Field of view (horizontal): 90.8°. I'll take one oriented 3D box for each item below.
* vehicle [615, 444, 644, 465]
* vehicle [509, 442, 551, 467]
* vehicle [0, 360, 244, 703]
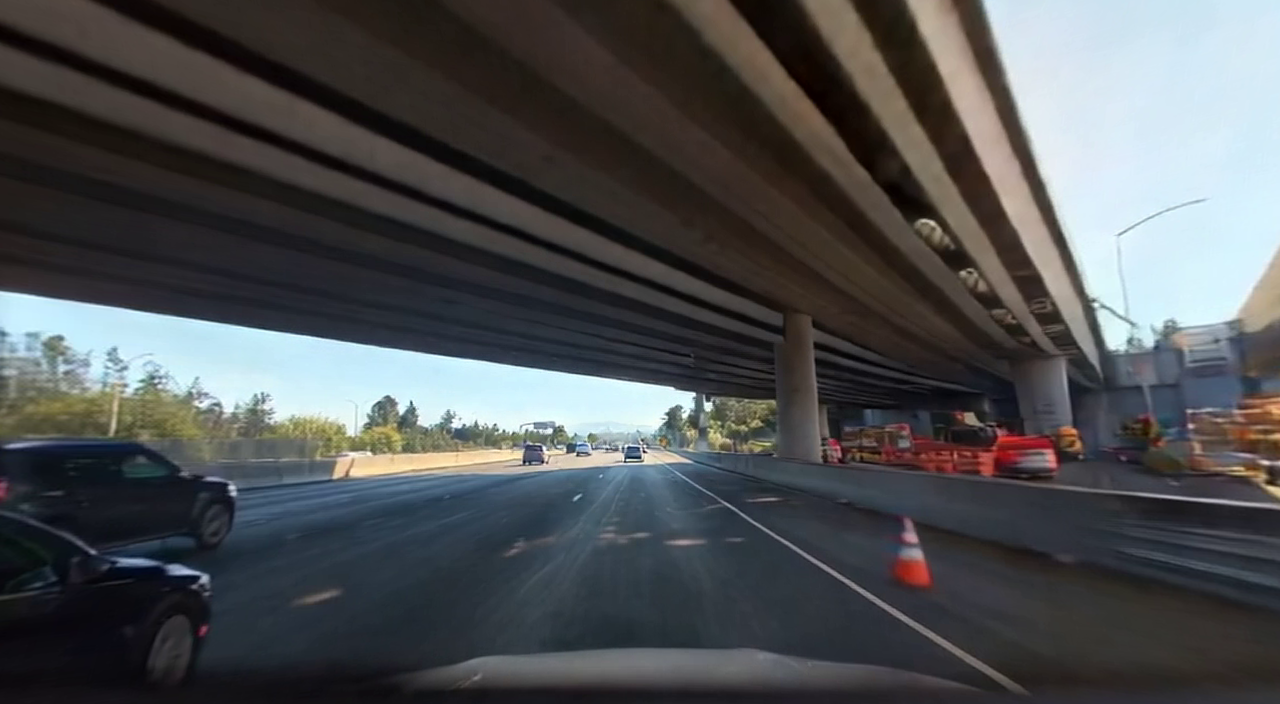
[{"bbox_3d":[-0.738,7.537,46.714,2.051,1.459,4.092,0,-8,-1],"label":"vehicle"},{"bbox_3d":[-7.573,7.091,43.751,2.128,1.604,4.279,0,-8,0],"label":"vehicle"},{"bbox_3d":[-3.507,0.769,1.819,2.024,1.655,4.192,0,-9,-1],"label":"vehicle"}]
